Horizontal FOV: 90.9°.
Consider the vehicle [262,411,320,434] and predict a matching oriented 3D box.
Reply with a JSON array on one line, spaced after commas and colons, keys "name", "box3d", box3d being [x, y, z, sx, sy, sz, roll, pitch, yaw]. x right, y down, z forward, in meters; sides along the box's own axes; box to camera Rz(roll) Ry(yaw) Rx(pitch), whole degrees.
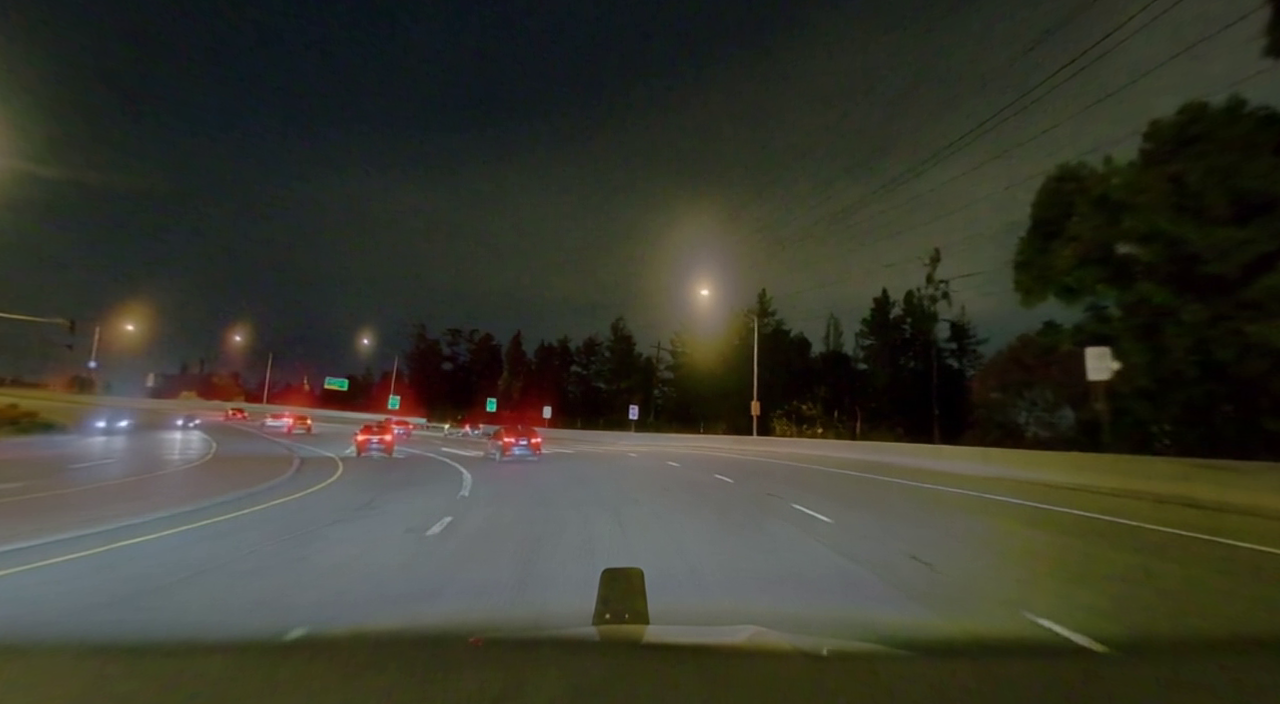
[{"name": "vehicle", "box3d": [-26.162, 5.323, 47.265, 4.623, 1.501, 2.033, -7, -11, 37]}]

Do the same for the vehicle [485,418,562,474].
[{"name": "vehicle", "box3d": [-4.149, 3.248, 21.926, 2.140, 1.724, 4.304, 2, -9, -16]}]
